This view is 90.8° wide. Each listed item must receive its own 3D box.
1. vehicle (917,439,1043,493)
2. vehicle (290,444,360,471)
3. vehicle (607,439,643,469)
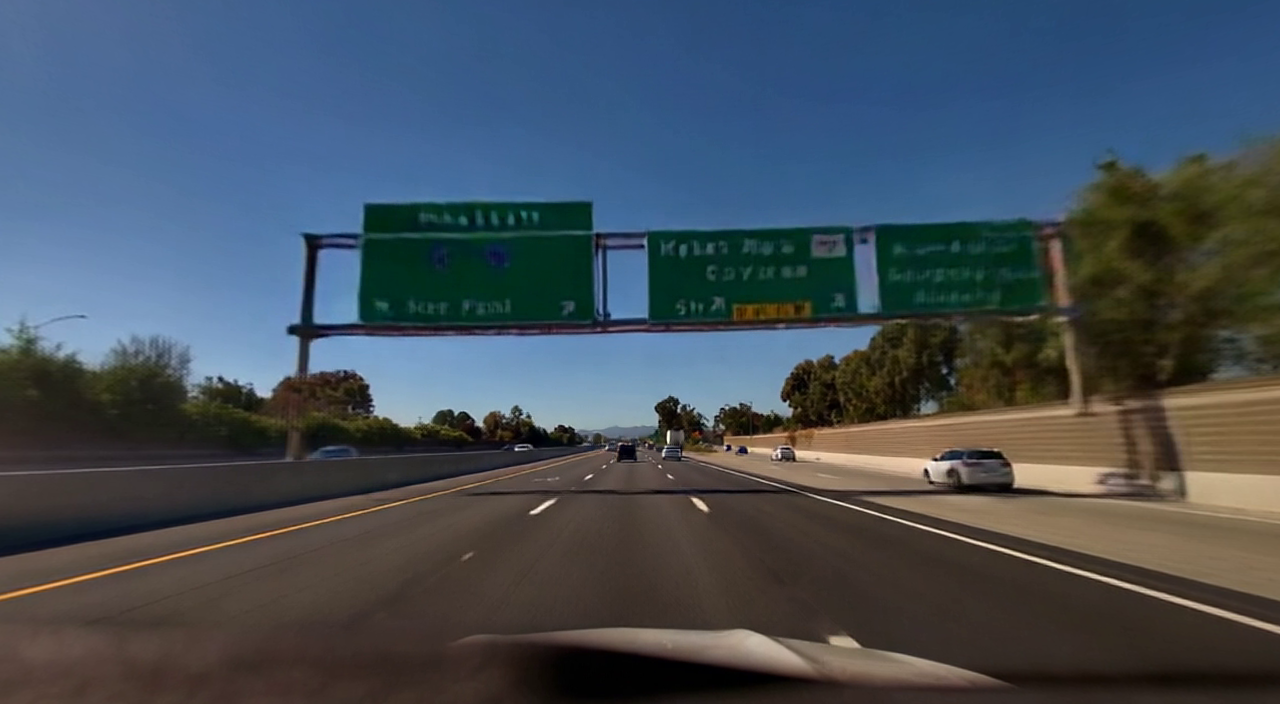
[{"bbox_3d":[11.605,3.888,21.985,1.912,1.673,4.438,0,-9,0],"label":"vehicle"},{"bbox_3d":[-19.058,6.373,38.440,1.937,1.492,4.536,0,-9,-1],"label":"vehicle"},{"bbox_3d":[-0.899,6.269,38.895,2.121,1.739,4.087,0,-9,0],"label":"vehicle"}]
